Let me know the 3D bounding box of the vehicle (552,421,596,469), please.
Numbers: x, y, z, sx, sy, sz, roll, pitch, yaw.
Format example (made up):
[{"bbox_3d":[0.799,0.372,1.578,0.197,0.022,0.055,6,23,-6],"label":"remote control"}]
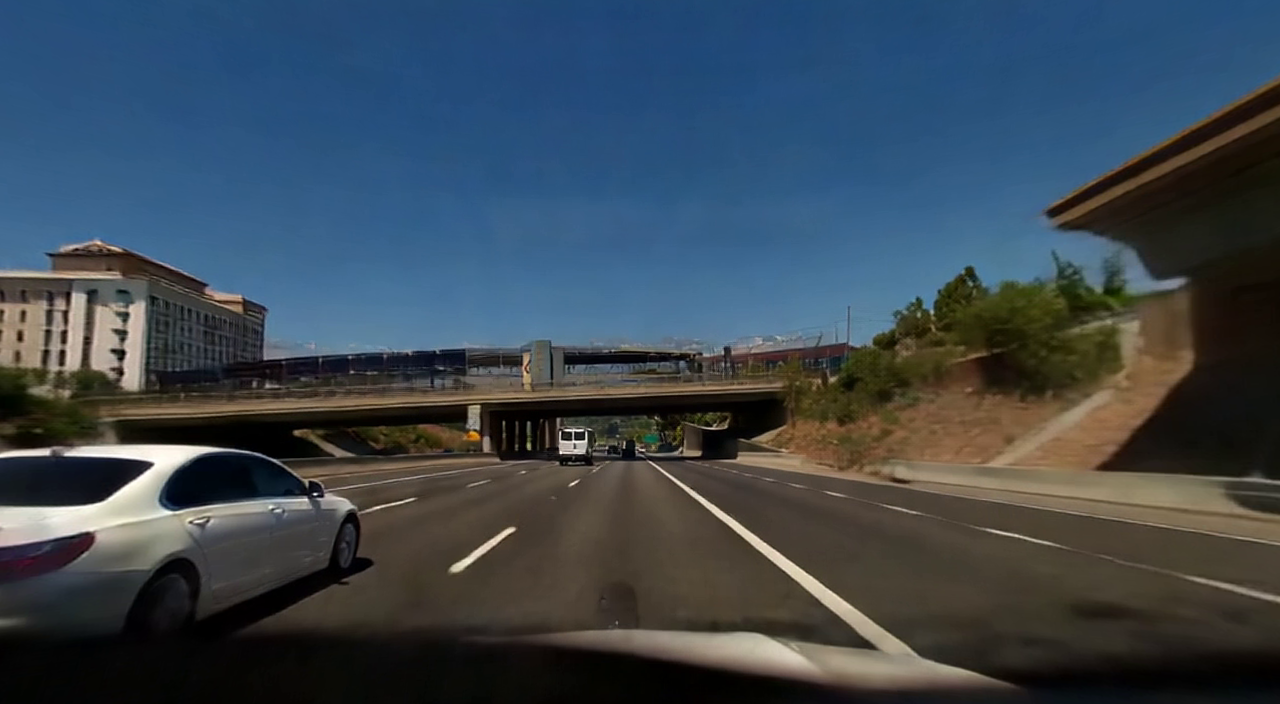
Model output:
[{"bbox_3d":[-4.310,6.224,42.257,2.364,2.953,6.732,0,-8,-1],"label":"vehicle"}]

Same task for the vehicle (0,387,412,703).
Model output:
[{"bbox_3d":[-3.623,1.257,4.878,2.025,1.556,4.594,0,-8,-1],"label":"vehicle"}]
